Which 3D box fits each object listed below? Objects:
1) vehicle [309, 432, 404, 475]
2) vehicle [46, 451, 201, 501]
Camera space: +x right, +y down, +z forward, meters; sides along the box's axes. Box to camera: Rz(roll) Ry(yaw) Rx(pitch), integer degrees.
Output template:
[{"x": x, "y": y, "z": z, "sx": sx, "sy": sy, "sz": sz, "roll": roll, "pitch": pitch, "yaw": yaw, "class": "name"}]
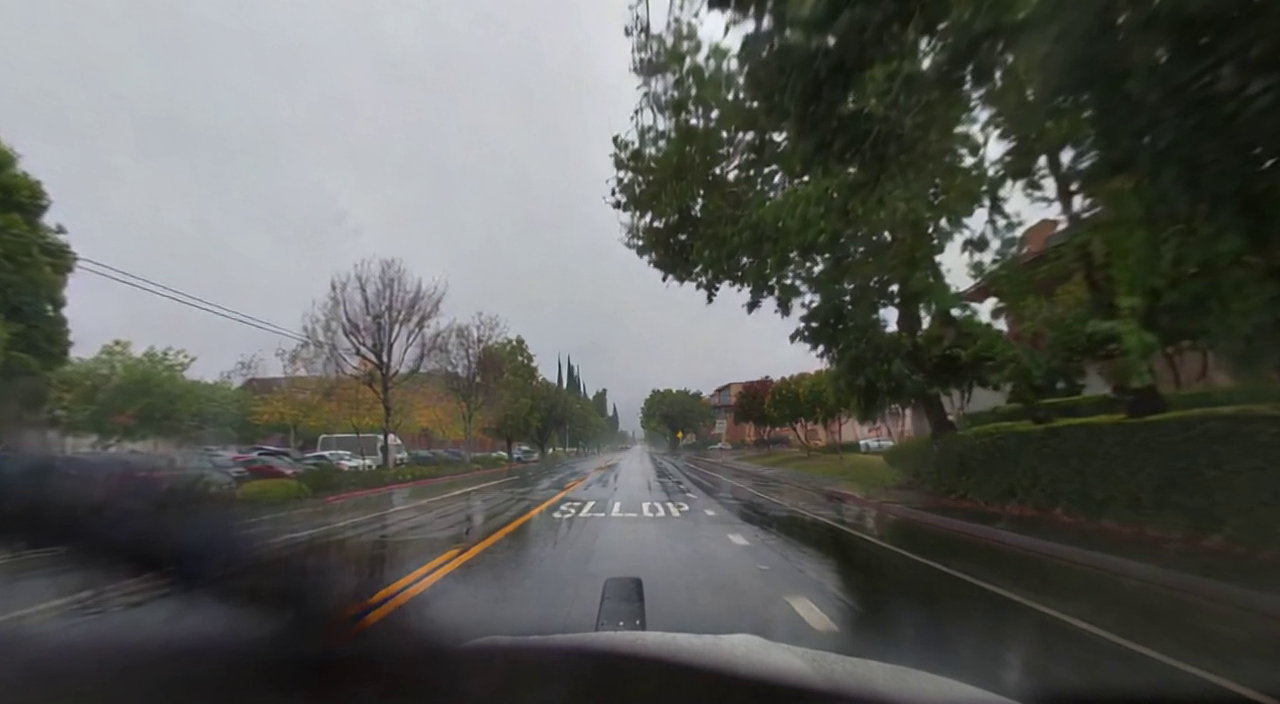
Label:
[{"x": -19.455, "y": 6.923, "z": 43.295, "sx": 5.971, "sy": 2.749, "sz": 2.293, "roll": -3, "pitch": -9, "yaw": 22, "class": "vehicle"}, {"x": -19.272, "y": 4.569, "z": 23.630, "sx": 4.752, "sy": 1.690, "sz": 1.990, "roll": -2, "pitch": -9, "yaw": 16, "class": "vehicle"}]
